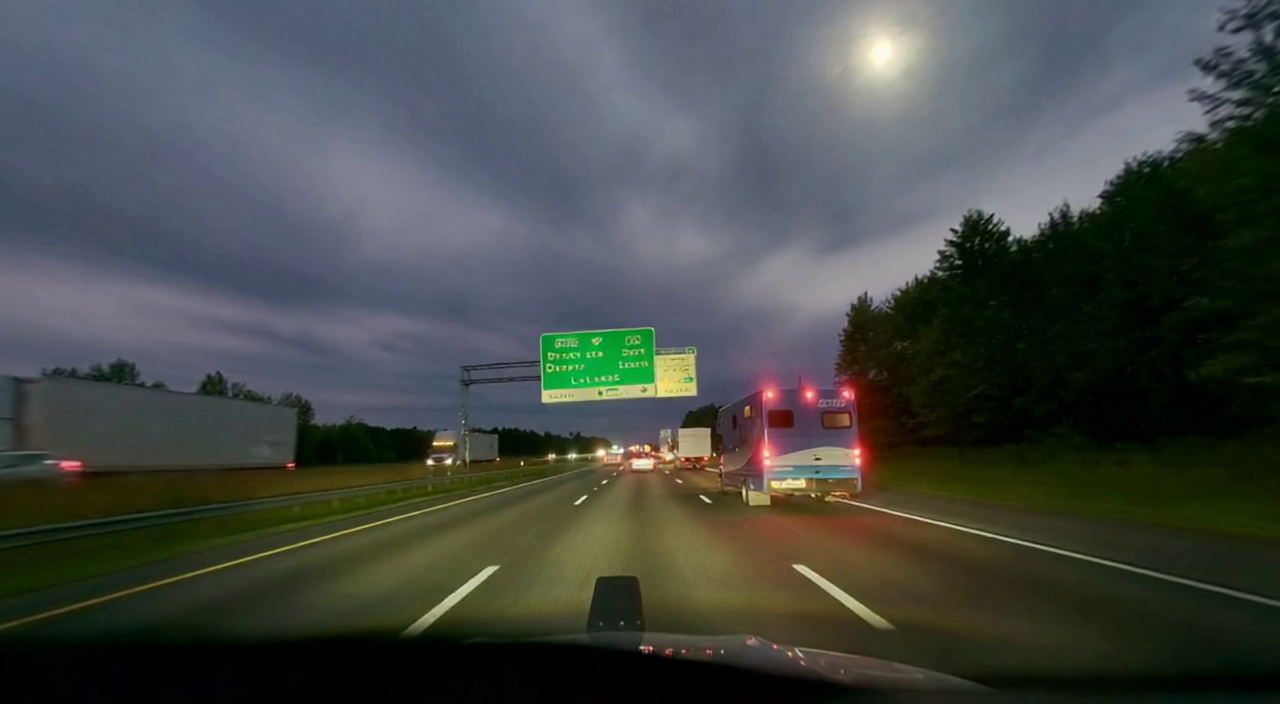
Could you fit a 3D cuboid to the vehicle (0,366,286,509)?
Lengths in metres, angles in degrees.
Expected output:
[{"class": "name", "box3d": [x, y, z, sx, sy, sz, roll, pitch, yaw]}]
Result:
[{"class": "vehicle", "box3d": [-19.857, 3.544, 25.233, 3.189, 4.110, 13.996, 0, -9, 0]}]

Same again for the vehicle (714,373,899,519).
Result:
[{"class": "vehicle", "box3d": [3.848, 2.501, 16.716, 2.698, 3.001, 7.323, 0, -9, -2]}]

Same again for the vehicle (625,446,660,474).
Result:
[{"class": "vehicle", "box3d": [0.167, 6.917, 40.495, 2.151, 1.678, 3.923, 0, -9, 0]}]
